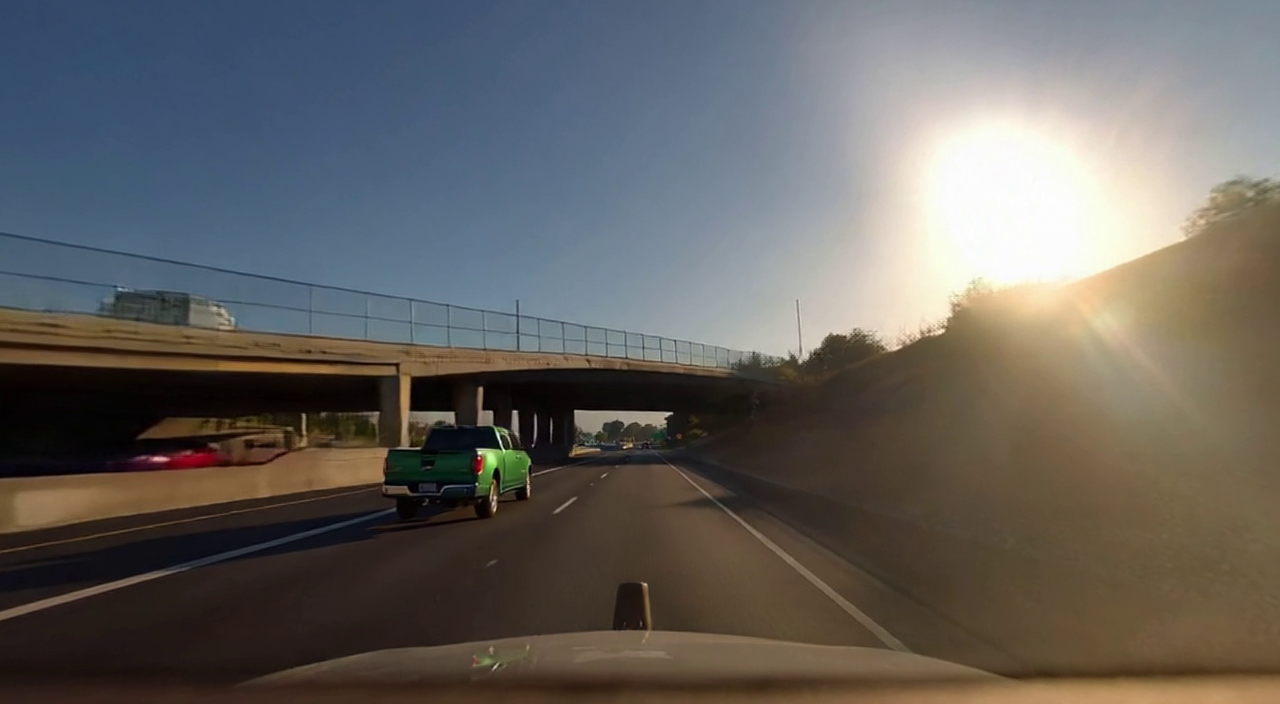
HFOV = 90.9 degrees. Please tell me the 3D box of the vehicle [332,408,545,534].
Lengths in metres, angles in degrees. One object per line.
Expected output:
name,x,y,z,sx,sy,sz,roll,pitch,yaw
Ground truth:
vehicle,-3.555,2.262,12.635,2.350,1.932,5.562,0,-8,1
